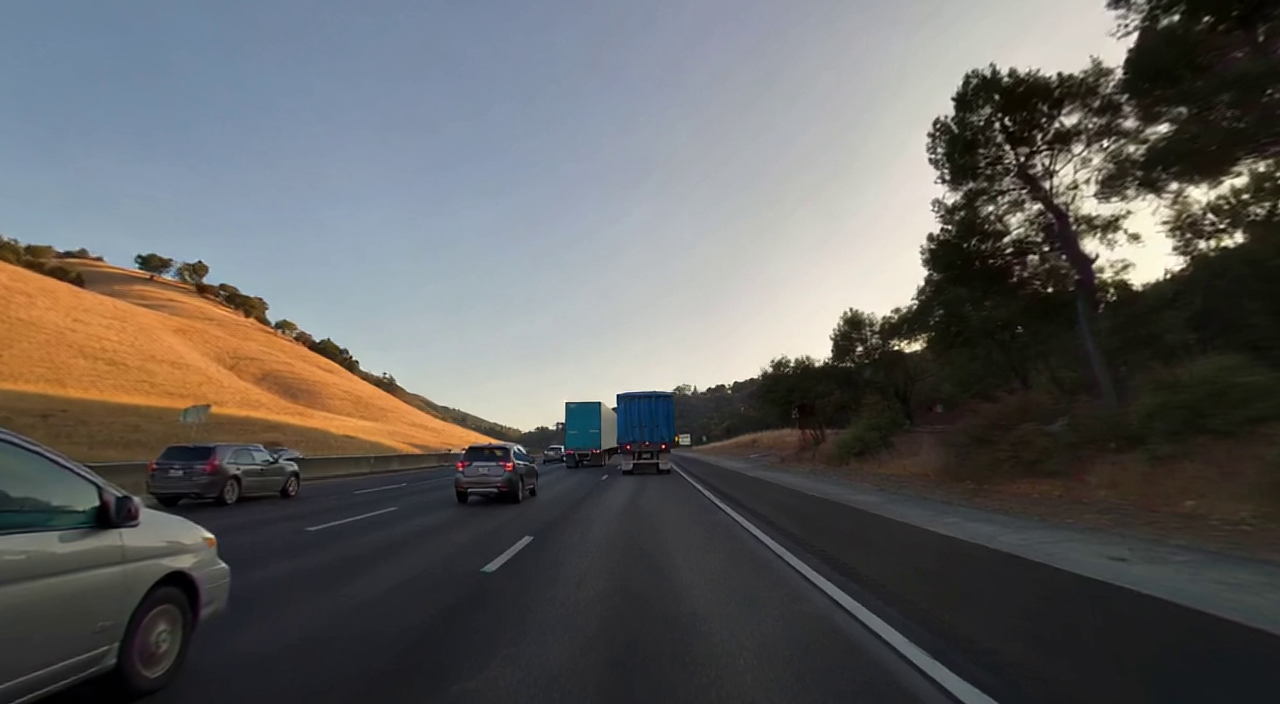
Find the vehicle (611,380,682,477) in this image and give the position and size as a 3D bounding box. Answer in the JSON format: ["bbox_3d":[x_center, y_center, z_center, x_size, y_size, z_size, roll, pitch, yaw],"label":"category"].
[{"bbox_3d":[0.464,3.957,31.635,2.913,3.988,10.874,0,-8,2],"label":"vehicle"}]

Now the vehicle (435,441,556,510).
[{"bbox_3d":[-3.328,2.919,15.442,1.950,1.446,4.224,0,-8,0],"label":"vehicle"}]

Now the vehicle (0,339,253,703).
[{"bbox_3d":[-3.829,0.728,1.921,2.136,1.779,4.875,0,-8,1],"label":"vehicle"}]

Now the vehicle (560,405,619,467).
[{"bbox_3d":[-3.569,6.596,48.930,3.311,4.073,14.172,0,-8,0],"label":"vehicle"}]
